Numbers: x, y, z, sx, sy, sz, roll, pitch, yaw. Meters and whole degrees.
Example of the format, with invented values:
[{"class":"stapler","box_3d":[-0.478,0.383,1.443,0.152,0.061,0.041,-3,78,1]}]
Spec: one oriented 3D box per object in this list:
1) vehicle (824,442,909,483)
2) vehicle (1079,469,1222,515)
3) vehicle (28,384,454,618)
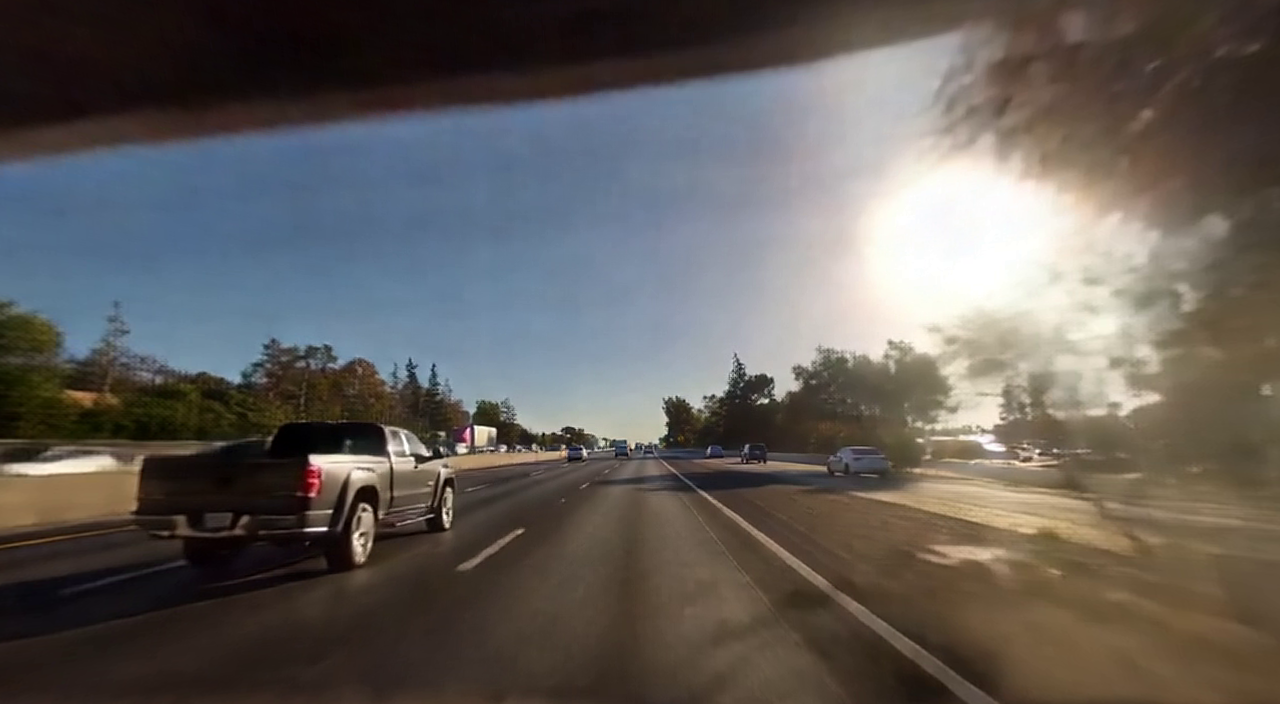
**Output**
[{"class":"vehicle","box_3d":[9.697,4.747,27.389,1.971,1.638,4.295,0,-9,-1]},{"class":"vehicle","box_3d":[29.365,8.110,36.527,5.938,2.070,2.138,-5,-5,11]},{"class":"vehicle","box_3d":[-4.007,1.584,7.674,1.994,1.911,4.819,0,-9,0]}]
